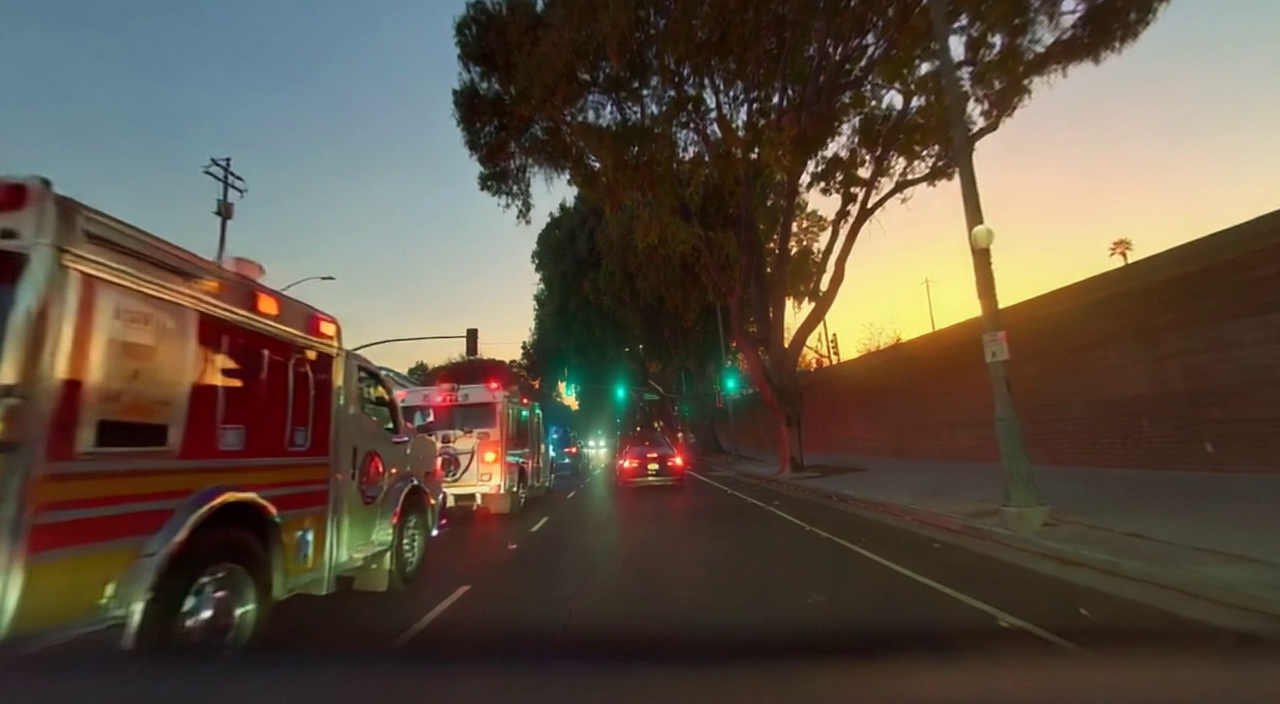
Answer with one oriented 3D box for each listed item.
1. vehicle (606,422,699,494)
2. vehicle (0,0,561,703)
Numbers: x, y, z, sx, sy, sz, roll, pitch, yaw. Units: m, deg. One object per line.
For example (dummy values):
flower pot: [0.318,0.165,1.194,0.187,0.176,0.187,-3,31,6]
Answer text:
vehicle: [0.182,3.114,18.872,2.332,1.831,4.930,0,-8,-4]
vehicle: [-3.593,0.885,8.724,3.631,3.655,12.773,0,-8,-1]
